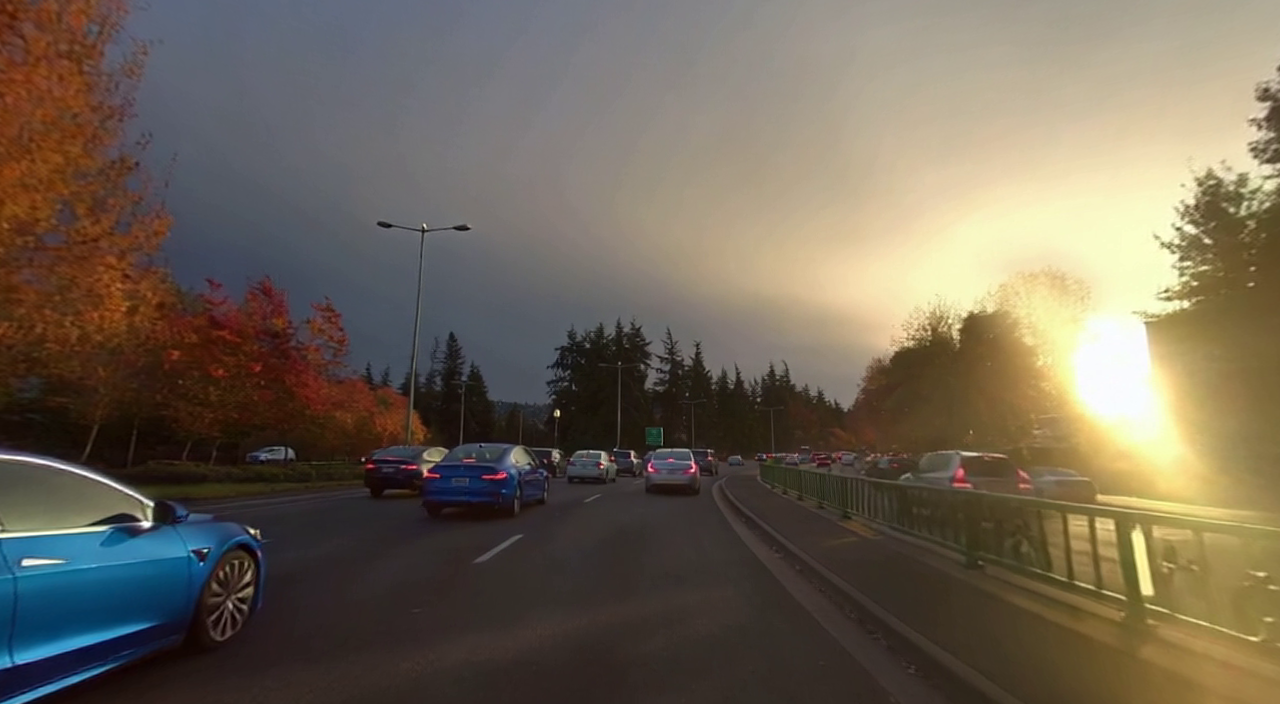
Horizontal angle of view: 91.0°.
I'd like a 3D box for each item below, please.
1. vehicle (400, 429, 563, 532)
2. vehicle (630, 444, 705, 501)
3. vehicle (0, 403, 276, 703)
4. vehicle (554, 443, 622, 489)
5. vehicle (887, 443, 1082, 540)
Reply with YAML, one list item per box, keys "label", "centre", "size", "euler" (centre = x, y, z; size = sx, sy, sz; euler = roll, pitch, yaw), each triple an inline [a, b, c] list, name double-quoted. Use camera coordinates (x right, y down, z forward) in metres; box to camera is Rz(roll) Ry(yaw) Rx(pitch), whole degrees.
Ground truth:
- label: "vehicle"
  centre: [-2.917, 2.481, 12.776]
  size: [1.979, 1.663, 4.513]
  euler: [0, -9, 2]
- label: "vehicle"
  centre: [0.881, 3.578, 19.138]
  size: [2.015, 1.506, 4.276]
  euler: [0, -9, 3]
- label: "vehicle"
  centre: [-3.489, 0.893, 2.085]
  size: [1.921, 1.503, 4.317]
  euler: [0, -9, 1]
- label: "vehicle"
  centre: [-1.948, 4.454, 25.030]
  size: [1.930, 1.635, 4.260]
  euler: [0, -9, 6]
- label: "vehicle"
  centre: [6.812, 2.744, 13.053]
  size: [1.768, 1.634, 4.064]
  euler: [0, -9, 1]
